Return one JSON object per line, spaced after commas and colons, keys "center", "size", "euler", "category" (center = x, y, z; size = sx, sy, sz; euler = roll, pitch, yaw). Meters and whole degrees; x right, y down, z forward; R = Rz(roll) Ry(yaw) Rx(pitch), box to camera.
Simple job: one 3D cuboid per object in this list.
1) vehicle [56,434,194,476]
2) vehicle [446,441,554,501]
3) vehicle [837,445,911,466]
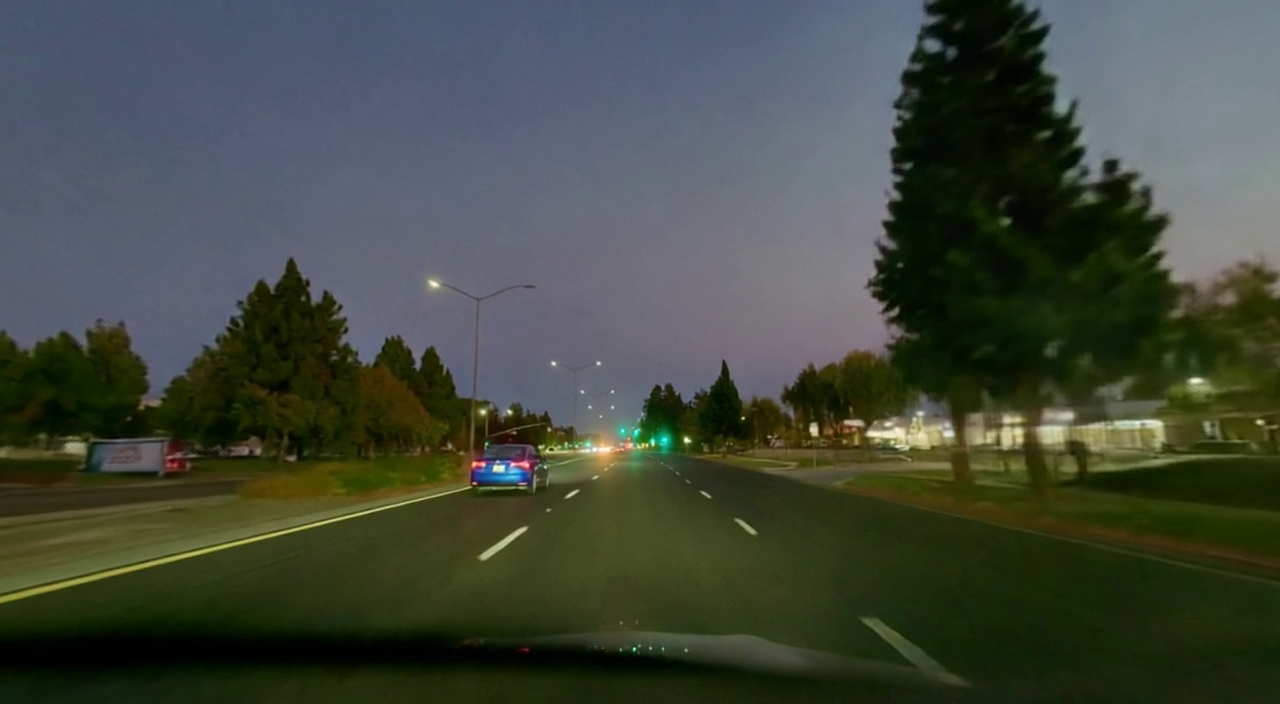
{"center": [-34.205, 6.870, 42.125], "size": [6.915, 2.687, 2.367], "euler": [0, -9, -1], "category": "vehicle"}
{"center": [-3.739, 3.258, 17.762], "size": [2.003, 1.454, 4.484], "euler": [0, -9, 0], "category": "vehicle"}
{"center": [16.163, 7.181, 43.795], "size": [4.341, 1.412, 2.035], "euler": [0, -9, -2], "category": "vehicle"}
